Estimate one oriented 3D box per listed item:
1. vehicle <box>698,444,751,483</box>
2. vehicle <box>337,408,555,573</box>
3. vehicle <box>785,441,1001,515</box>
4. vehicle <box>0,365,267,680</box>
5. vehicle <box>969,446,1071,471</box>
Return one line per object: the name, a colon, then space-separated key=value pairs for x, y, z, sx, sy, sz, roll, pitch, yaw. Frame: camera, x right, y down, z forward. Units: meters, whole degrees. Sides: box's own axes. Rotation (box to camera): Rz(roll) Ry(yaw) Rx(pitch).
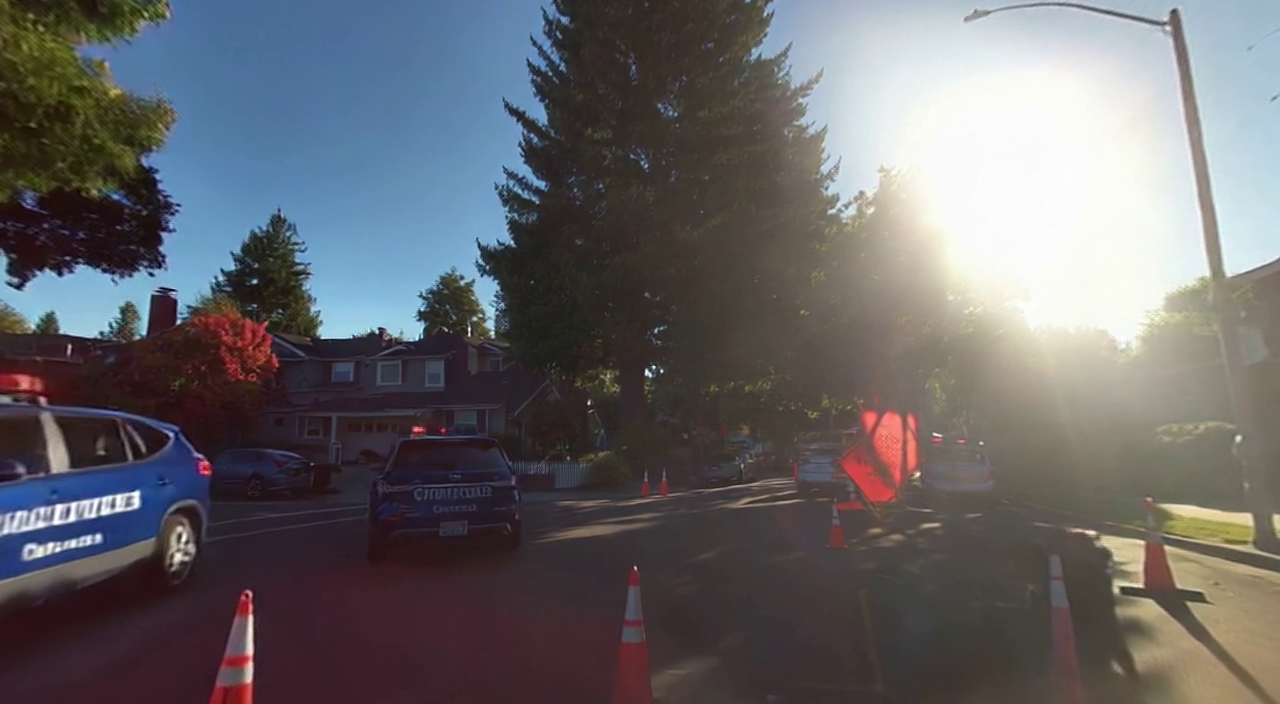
vehicle: x=4.246 y=5.446 z=31.232 sx=2.014 sy=1.742 sz=4.297 roll=-2 pitch=-9 yaw=15
vehicle: x=-2.991 y=1.827 z=9.147 sx=2.350 sy=1.748 sz=4.094 roll=4 pitch=-9 yaw=-24
vehicle: x=6.319 y=3.091 z=15.967 sx=4.656 sy=1.577 sz=2.099 roll=1 pitch=-8 yaw=-15
vehicle: x=-5.284 y=1.183 z=4.778 sx=2.471 sy=1.892 sz=4.952 roll=1 pitch=-9 yaw=-9
vehicle: x=23.774 y=6.668 z=39.694 sx=5.066 sy=1.534 sz=1.905 roll=-2 pitch=-9 yaw=11
